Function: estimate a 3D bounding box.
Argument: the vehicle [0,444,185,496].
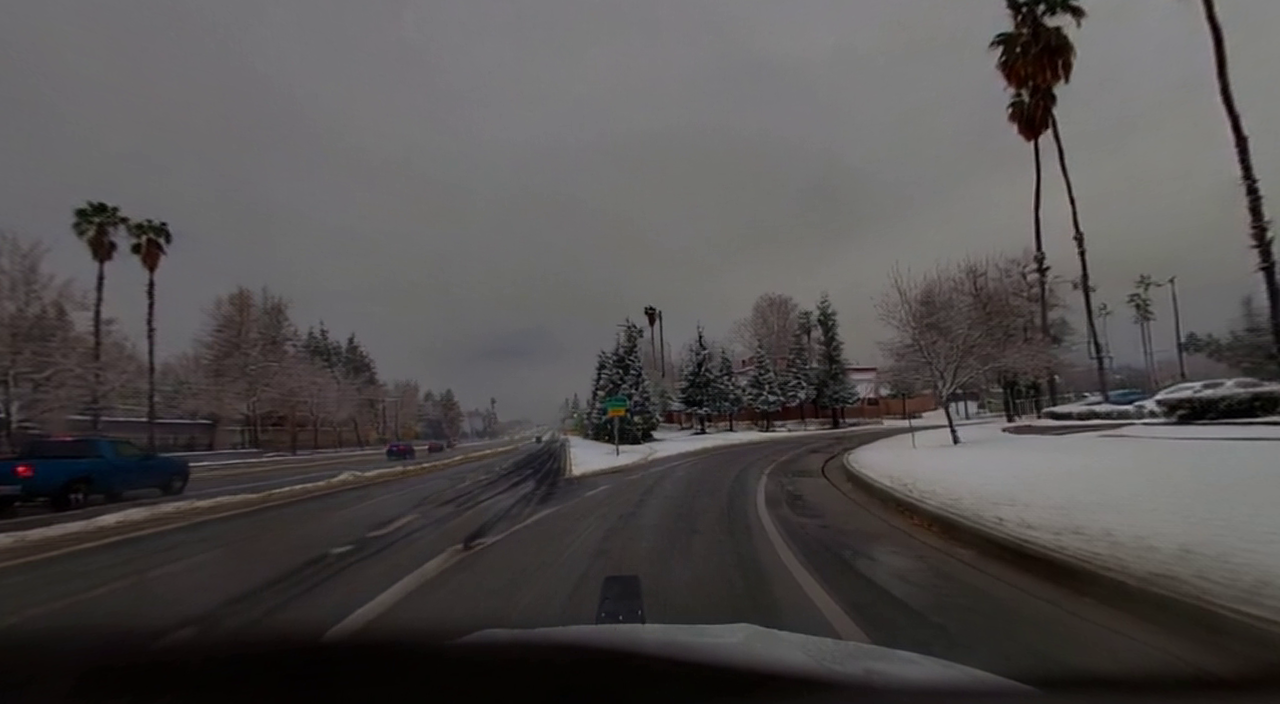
[{"bbox_3d":[-27.081,5.756,31.623,2.819,2.204,8.236,1,-8,-5],"label":"vehicle"}]
